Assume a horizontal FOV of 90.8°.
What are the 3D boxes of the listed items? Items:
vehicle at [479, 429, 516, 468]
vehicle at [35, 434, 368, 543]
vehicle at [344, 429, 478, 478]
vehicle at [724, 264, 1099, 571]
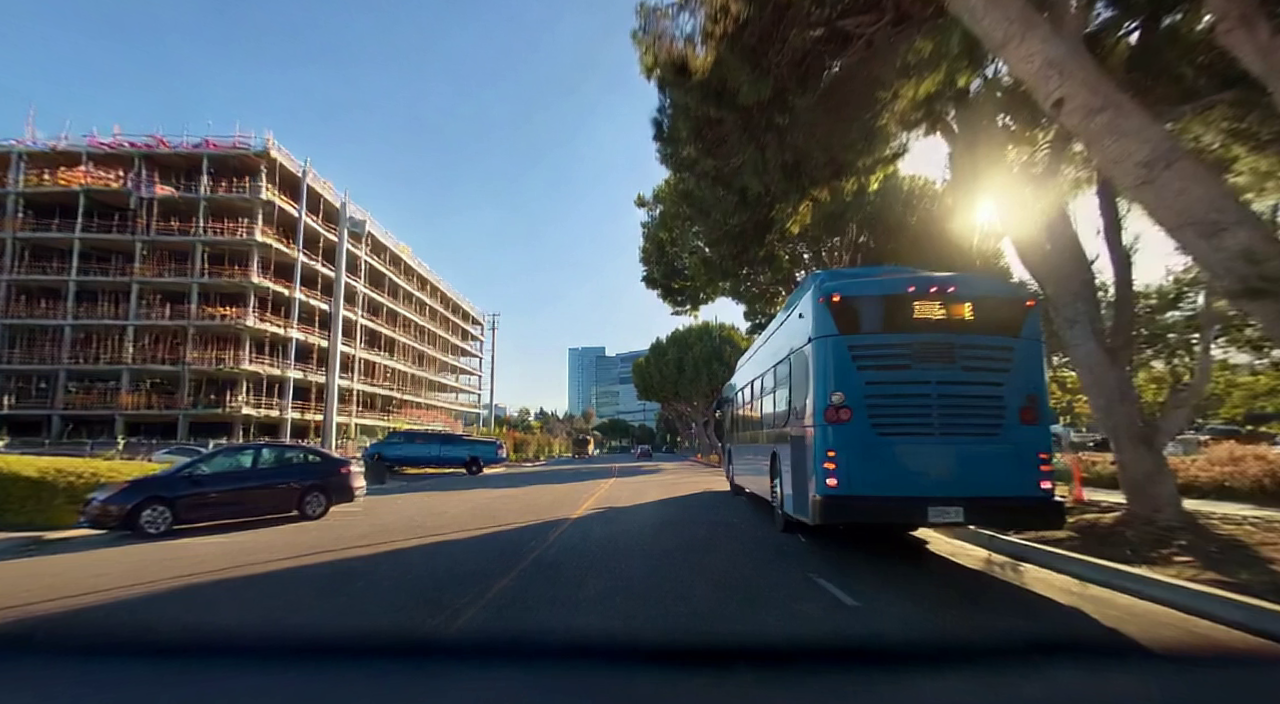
[{"bbox_3d":[-8.030,5.414,35.748,1.515,2.074,2.668,0,-7,-2],"label":"vehicle"},{"bbox_3d":[-7.894,2.452,11.994,4.689,1.683,2.065,5,-10,-30],"label":"vehicle"},{"bbox_3d":[-13.566,6.102,38.065,7.067,2.785,2.980,1,-9,-9],"label":"vehicle"},{"bbox_3d":[3.800,1.606,13.325,3.040,3.424,12.508,0,-9,3],"label":"vehicle"}]
